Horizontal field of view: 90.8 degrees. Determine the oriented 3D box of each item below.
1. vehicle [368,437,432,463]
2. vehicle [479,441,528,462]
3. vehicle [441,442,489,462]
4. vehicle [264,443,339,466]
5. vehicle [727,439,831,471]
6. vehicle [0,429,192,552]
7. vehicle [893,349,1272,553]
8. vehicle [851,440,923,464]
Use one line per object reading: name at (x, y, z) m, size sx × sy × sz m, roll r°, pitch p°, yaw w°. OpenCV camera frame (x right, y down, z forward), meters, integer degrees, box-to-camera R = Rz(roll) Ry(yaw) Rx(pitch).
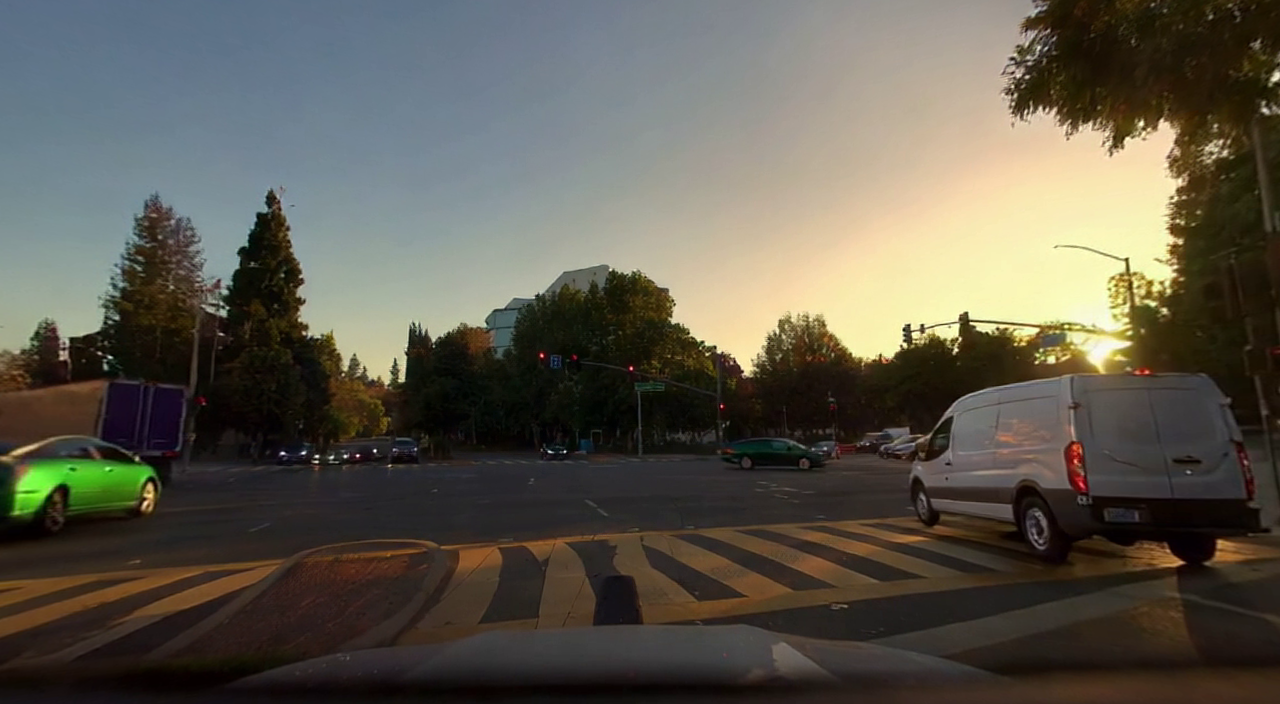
vehicle at (-17.374, 7.151, 46.006) m, size 2.189 × 1.753 × 4.785 m, roll -1°, pitch -9°, yaw 8°
vehicle at (-10.142, 7.462, 47.402) m, size 2.097 × 1.484 × 4.596 m, roll -1°, pitch -9°, yaw 7°
vehicle at (-13.178, 7.586, 47.853) m, size 1.845 × 1.426 × 4.289 m, roll -1°, pitch -9°, yaw 8°
vehicle at (-21.833, 6.641, 41.010) m, size 1.859 × 1.415 × 4.591 m, roll -1°, pitch -9°, yaw 8°
vehicle at (6.942, 5.093, 31.413) m, size 4.846 × 1.487 × 2.086 m, roll -3°, pitch -9°, yaw 16°
vehicle at (-9.163, 2.016, 9.832) m, size 1.993 × 1.496 × 4.524 m, roll 2°, pitch -9°, yaw -14°
vehicle at (6.537, 1.603, 10.538) m, size 2.332 × 2.511 × 5.326 m, roll 0°, pitch -9°, yaw -1°
vehicle at (17.112, 6.922, 43.671) m, size 4.524 × 1.560 × 2.052 m, roll 4°, pitch -10°, yaw -27°
